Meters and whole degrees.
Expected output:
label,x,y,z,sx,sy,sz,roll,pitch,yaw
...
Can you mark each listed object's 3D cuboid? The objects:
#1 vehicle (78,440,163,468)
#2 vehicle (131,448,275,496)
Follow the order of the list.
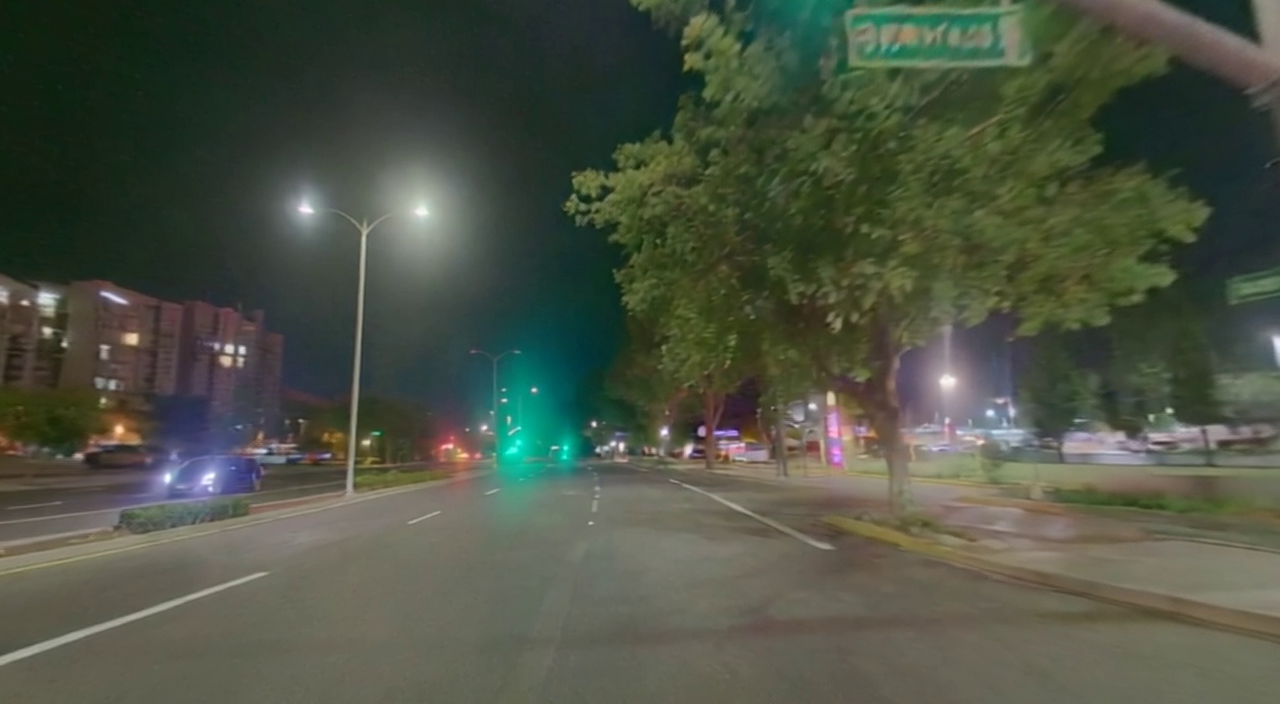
label,x,y,z,sx,sy,sz,roll,pitch,yaw
vehicle,-39.892,7.823,48.642,4.579,1.962,2.161,2,-8,-25
vehicle,-15.921,4.349,23.408,2.152,1.521,4.767,0,-8,-4
